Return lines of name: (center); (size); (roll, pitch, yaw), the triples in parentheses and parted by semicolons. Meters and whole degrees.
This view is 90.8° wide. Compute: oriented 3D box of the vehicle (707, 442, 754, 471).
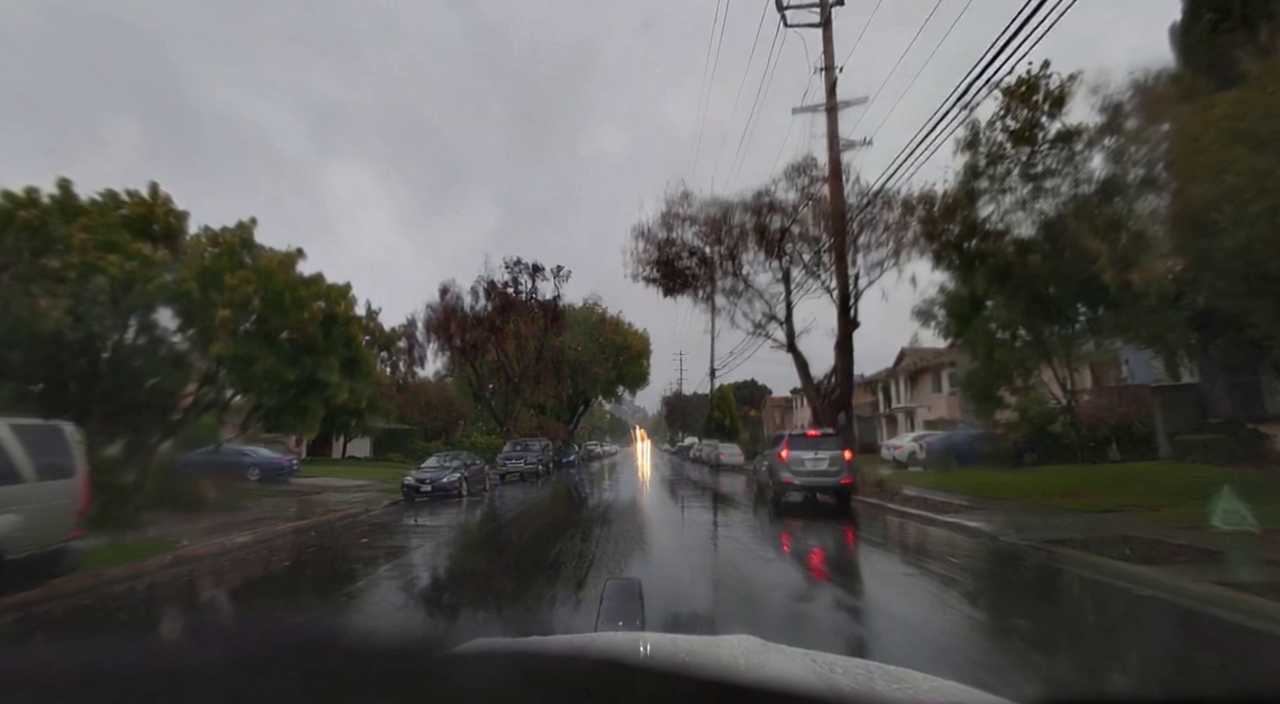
vehicle: (4.694, 5.486, 33.400); (1.893, 1.437, 4.369); (0, -8, 0)

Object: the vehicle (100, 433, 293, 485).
vehicle: (-16.316, 3.944, 23.390); (5.908, 1.762, 2.107); (-2, -9, 8)

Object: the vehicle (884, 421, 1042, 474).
vehicle: (11.763, 3.507, 23.280); (4.659, 1.819, 2.001); (0, -8, 0)

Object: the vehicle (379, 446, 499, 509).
vehicle: (-5.330, 3.348, 17.402); (1.824, 1.417, 4.395); (-2, -8, 1)

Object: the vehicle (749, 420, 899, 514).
vehicle: (3.872, 2.507, 14.198); (2.049, 1.776, 4.285); (0, -9, 0)

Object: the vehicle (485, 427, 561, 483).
vehicle: (-5.073, 4.551, 28.245); (2.242, 2.135, 5.566); (-2, -8, 1)

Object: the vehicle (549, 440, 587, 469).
vehicle: (-4.797, 6.888, 42.616); (1.873, 1.709, 4.206); (-4, -8, 1)

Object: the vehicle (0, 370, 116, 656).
vehicle: (-5.486, 0.909, 2.794); (2.211, 1.914, 4.728); (-2, -8, 1)
